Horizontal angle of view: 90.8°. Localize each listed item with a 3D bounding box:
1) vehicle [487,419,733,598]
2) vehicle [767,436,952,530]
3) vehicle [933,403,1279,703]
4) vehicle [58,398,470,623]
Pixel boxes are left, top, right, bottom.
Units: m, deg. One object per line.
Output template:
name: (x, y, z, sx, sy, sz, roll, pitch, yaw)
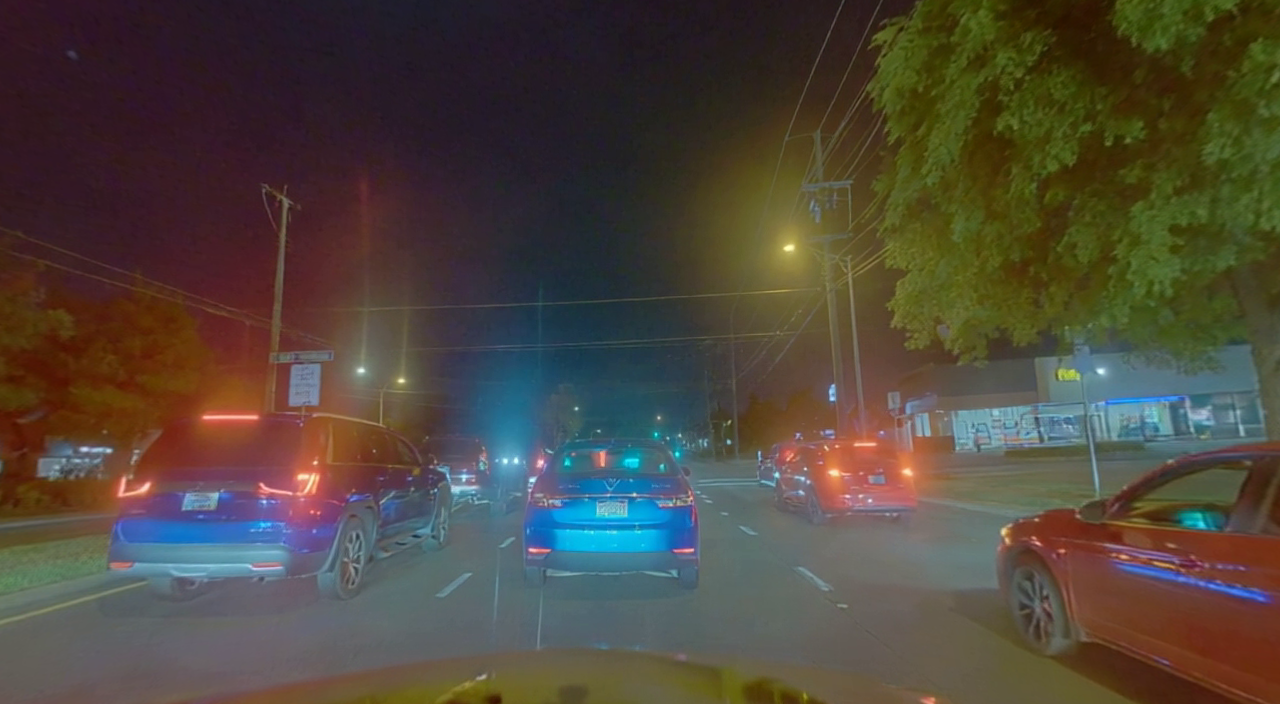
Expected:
vehicle: (-0.316, 1.631, 7.402, 2.097, 1.511, 3.809, 0, -9, -2)
vehicle: (3.918, 2.401, 12.215, 1.909, 1.473, 4.361, 0, -9, -1)
vehicle: (3.643, 1.077, 3.391, 1.929, 1.479, 4.723, 0, -9, 1)
vehicle: (-3.443, 1.524, 7.010, 1.979, 1.697, 4.254, 0, -9, -1)
